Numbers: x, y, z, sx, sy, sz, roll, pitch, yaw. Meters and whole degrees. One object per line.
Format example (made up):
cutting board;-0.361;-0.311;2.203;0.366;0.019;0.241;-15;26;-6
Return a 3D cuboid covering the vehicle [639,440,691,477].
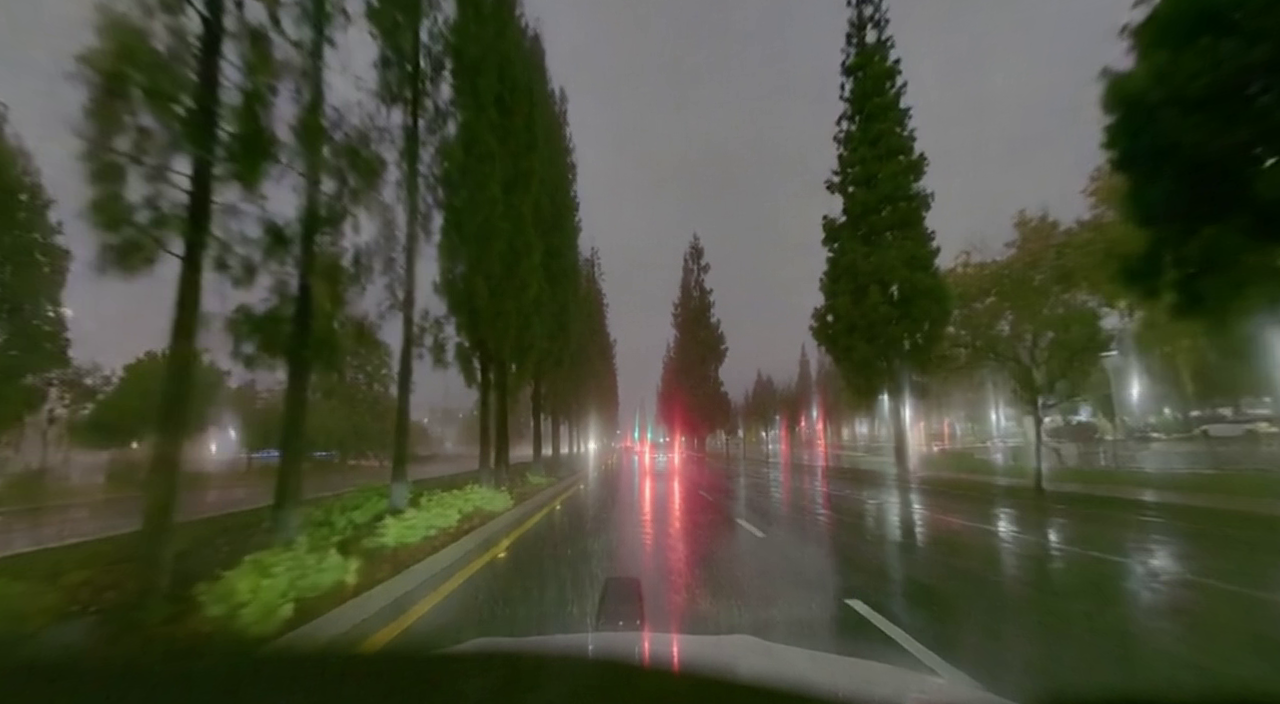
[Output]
vehicle;1.046;4.884;29.297;2.048;1.584;4.393;0;-8;-2
